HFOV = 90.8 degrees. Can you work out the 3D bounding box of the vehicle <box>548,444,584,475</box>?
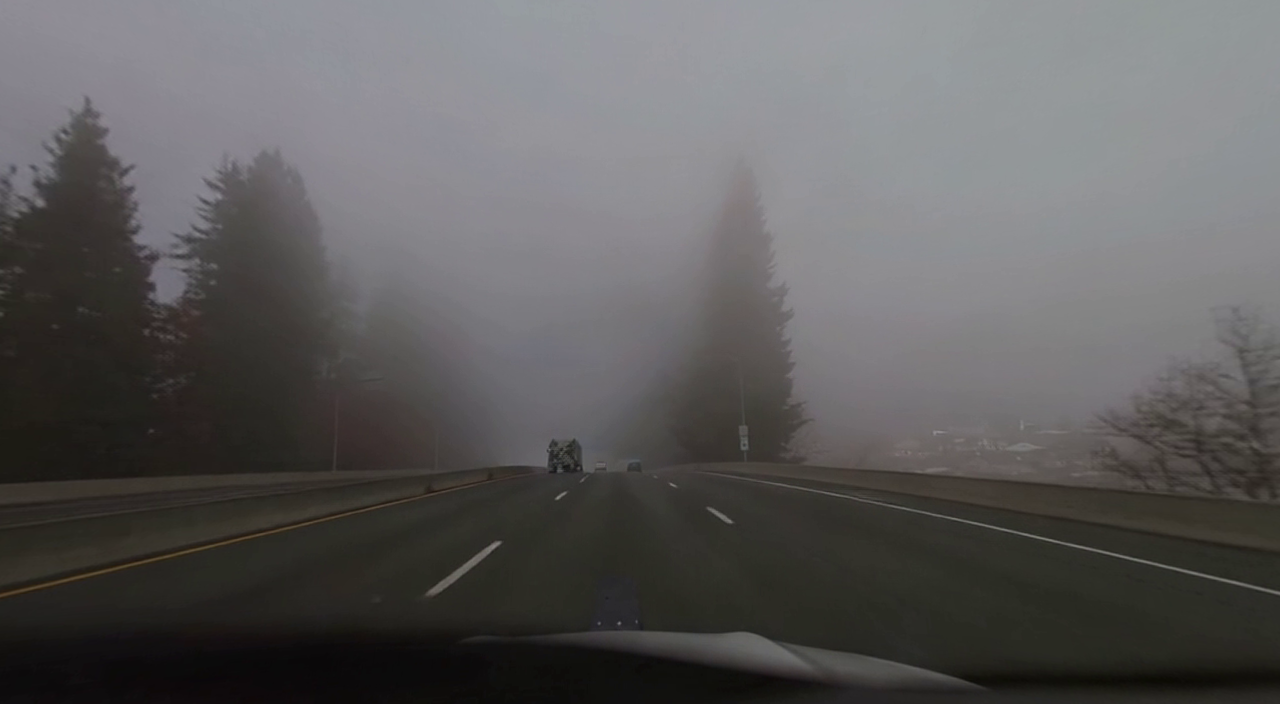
[{"bbox_3d":[-5.610,8.180,48.359,2.323,2.252,4.808,0,-8,-2],"label":"vehicle"}]
